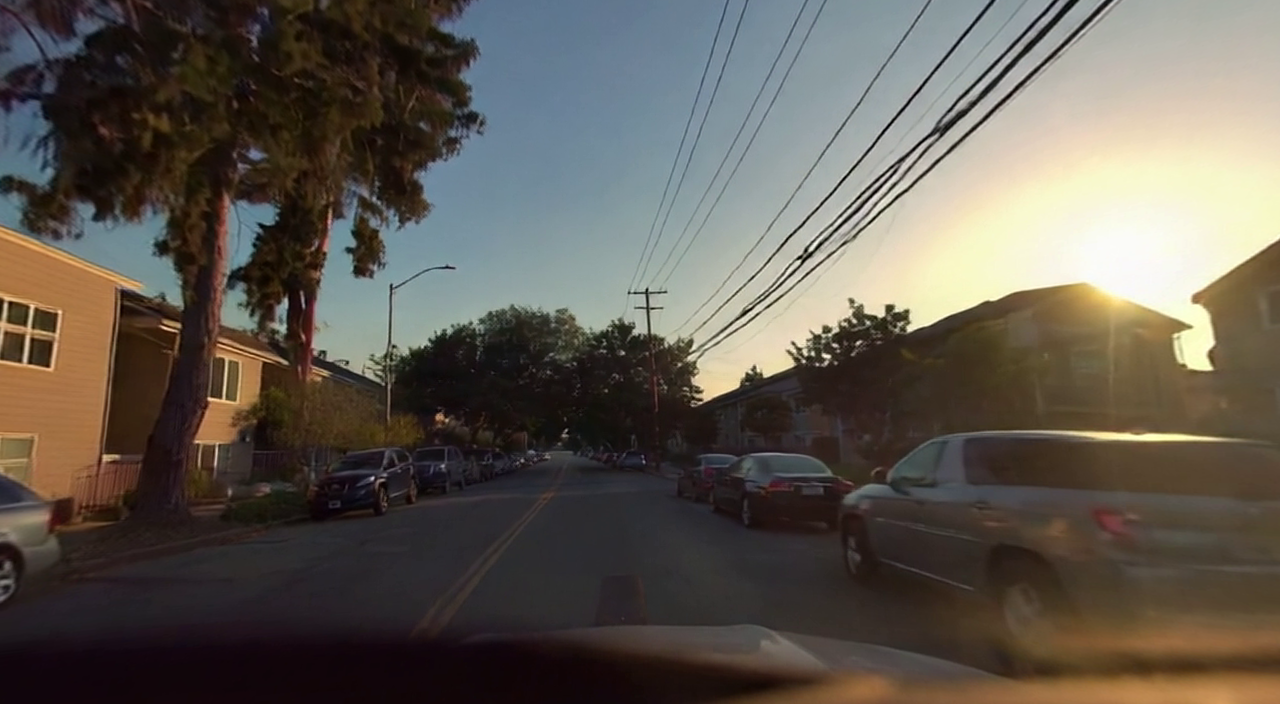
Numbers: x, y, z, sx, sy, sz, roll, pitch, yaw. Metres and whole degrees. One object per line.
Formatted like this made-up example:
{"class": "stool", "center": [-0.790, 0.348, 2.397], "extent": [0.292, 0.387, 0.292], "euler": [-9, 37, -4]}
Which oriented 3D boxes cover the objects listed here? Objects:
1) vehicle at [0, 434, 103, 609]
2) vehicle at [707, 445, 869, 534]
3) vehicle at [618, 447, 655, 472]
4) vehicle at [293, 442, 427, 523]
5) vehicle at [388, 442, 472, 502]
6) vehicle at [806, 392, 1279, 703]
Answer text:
{"class": "vehicle", "center": [-7.779, 1.647, 5.712], "extent": [2.037, 1.851, 4.569], "euler": [0, -11, -7]}
{"class": "vehicle", "center": [2.784, 2.705, 13.108], "extent": [1.868, 1.494, 4.652], "euler": [1, -9, -5]}
{"class": "vehicle", "center": [-0.294, 7.870, 45.777], "extent": [2.328, 1.730, 4.225], "euler": [1, -10, -5]}
{"class": "vehicle", "center": [-7.831, 3.620, 18.153], "extent": [2.056, 1.876, 4.824], "euler": [-1, -8, -5]}
{"class": "vehicle", "center": [-8.519, 4.837, 26.024], "extent": [2.120, 1.989, 5.616], "euler": [-2, -7, -6]}
{"class": "vehicle", "center": [3.429, 1.386, 5.280], "extent": [2.272, 1.626, 5.170], "euler": [1, -9, -5]}
